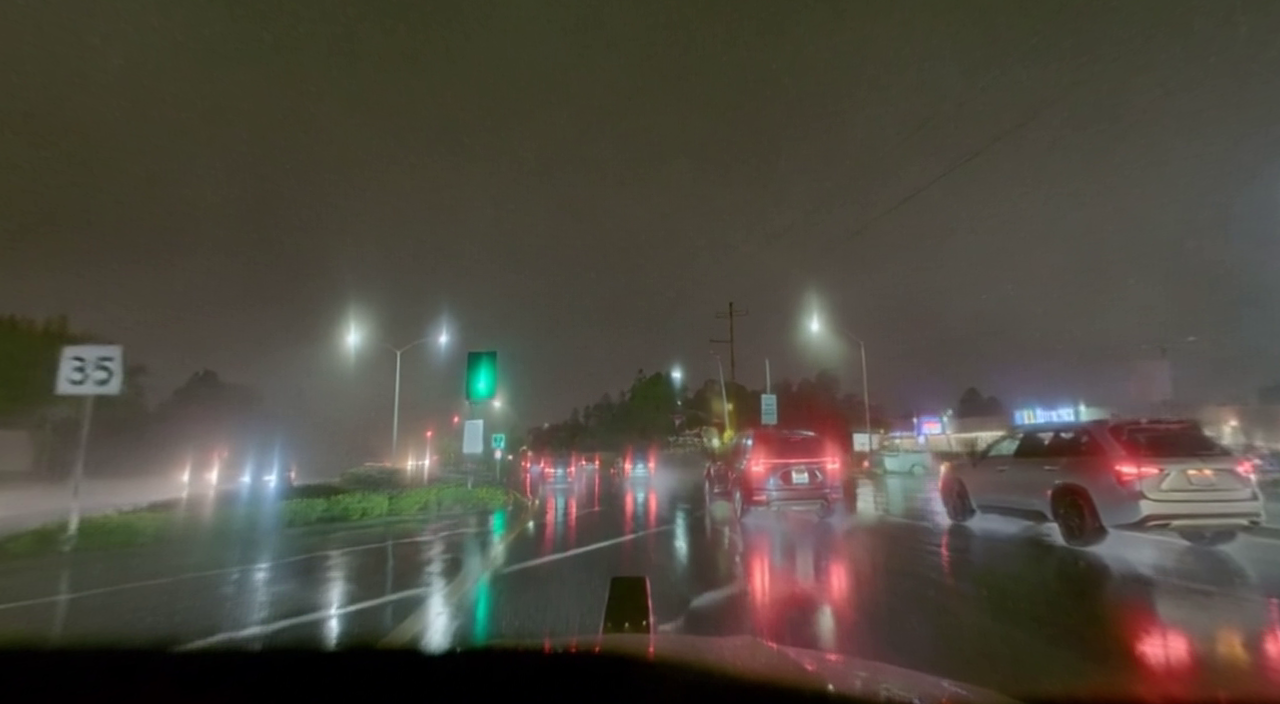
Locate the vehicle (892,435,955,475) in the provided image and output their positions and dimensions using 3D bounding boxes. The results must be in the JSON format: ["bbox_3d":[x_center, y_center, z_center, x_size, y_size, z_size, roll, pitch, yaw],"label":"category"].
[{"bbox_3d":[14.283,5.121,31.622,2.228,1.798,4.864,-5,-10,30],"label":"vehicle"}]

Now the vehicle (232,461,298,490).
[{"bbox_3d":[-23.497,7.696,39.667,1.871,1.581,4.635,1,-9,-9],"label":"vehicle"}]

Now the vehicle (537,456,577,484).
[{"bbox_3d":[-5.060,7.057,37.999,2.107,1.527,4.174,2,-9,-12],"label":"vehicle"}]

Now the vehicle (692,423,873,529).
[{"bbox_3d":[2.646,2.467,13.188,2.184,1.777,4.712,1,-9,-7],"label":"vehicle"}]

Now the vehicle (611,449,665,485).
[{"bbox_3d":[-0.202,5.709,31.667,2.012,1.612,4.114,2,-9,-10],"label":"vehicle"}]

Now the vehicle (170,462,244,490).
[{"bbox_3d":[-27.676,7.926,40.467,2.009,1.525,4.346,1,-9,-7],"label":"vehicle"}]

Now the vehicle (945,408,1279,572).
[{"bbox_3d":[6.217,1.687,8.458,1.881,1.604,4.289,1,-8,-4],"label":"vehicle"}]
